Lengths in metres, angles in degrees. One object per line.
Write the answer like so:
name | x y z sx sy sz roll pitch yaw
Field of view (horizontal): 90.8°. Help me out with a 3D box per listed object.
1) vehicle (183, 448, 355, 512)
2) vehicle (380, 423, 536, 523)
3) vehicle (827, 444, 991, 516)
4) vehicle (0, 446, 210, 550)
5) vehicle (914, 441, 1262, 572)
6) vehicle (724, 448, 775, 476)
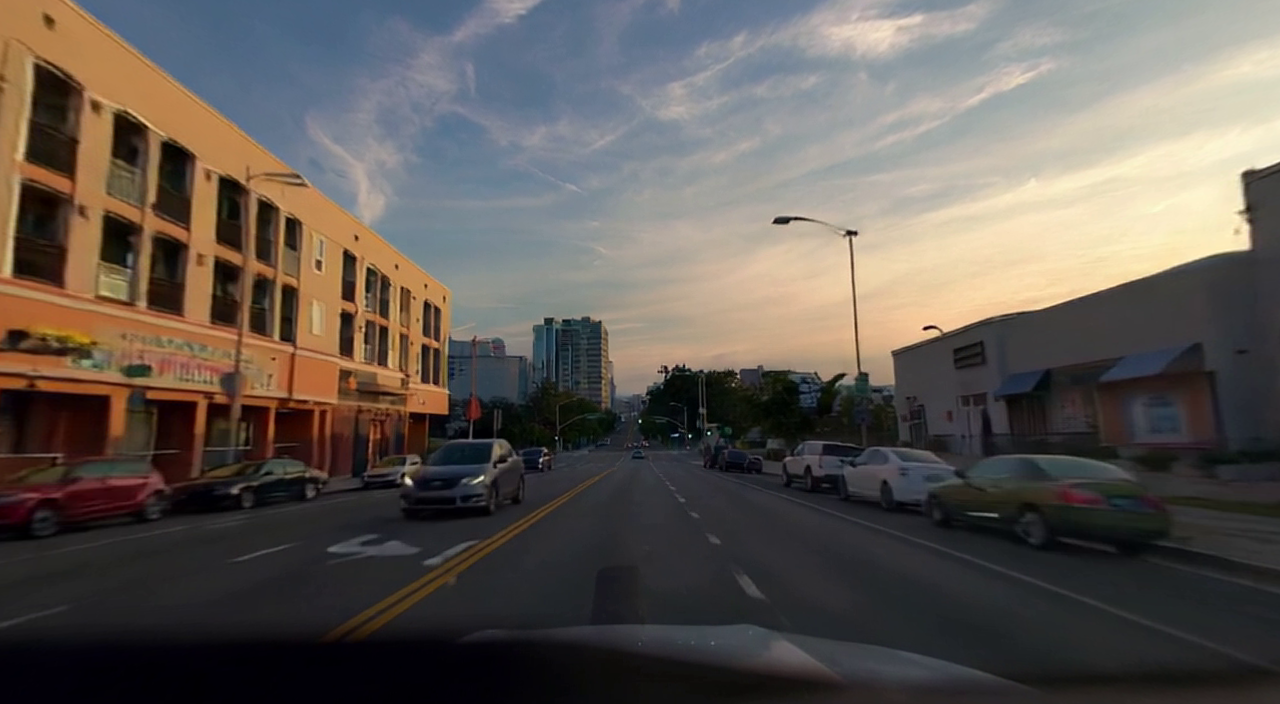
vehicle | -9.960 3.430 17.518 1.886 1.493 4.689 0 -8 1
vehicle | -3.514 2.405 13.122 1.980 1.718 4.120 0 -8 0
vehicle | 6.261 2.988 15.377 1.966 1.472 4.363 0 -8 -2
vehicle | -10.193 2.507 11.562 1.812 1.531 3.934 0 -8 1
vehicle | 6.185 2.121 9.661 1.837 1.482 4.706 0 -8 0
vehicle | 6.144 6.218 36.039 1.902 1.484 4.714 0 -8 -2
